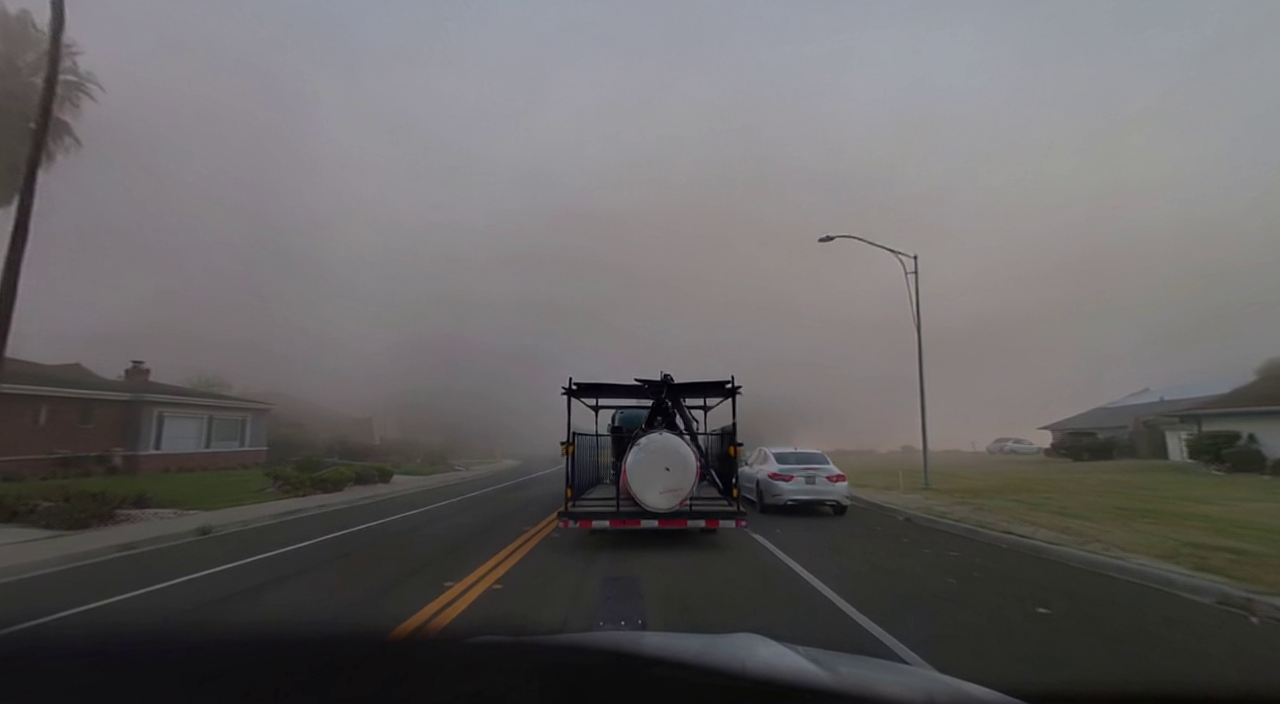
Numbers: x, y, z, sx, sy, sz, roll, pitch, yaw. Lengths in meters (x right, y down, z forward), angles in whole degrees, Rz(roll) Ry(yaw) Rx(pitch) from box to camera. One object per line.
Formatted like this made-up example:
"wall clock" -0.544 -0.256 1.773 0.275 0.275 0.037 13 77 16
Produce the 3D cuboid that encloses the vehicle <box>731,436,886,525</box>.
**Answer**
"vehicle" 3.206 2.516 12.903 2.010 1.499 4.107 0 -8 0

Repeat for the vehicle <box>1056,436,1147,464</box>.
"vehicle" 28.528 6.071 38.971 4.193 1.633 1.928 -4 -9 26

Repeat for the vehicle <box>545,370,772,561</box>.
"vehicle" 0.200 1.834 10.898 2.728 2.305 6.506 0 -8 0
